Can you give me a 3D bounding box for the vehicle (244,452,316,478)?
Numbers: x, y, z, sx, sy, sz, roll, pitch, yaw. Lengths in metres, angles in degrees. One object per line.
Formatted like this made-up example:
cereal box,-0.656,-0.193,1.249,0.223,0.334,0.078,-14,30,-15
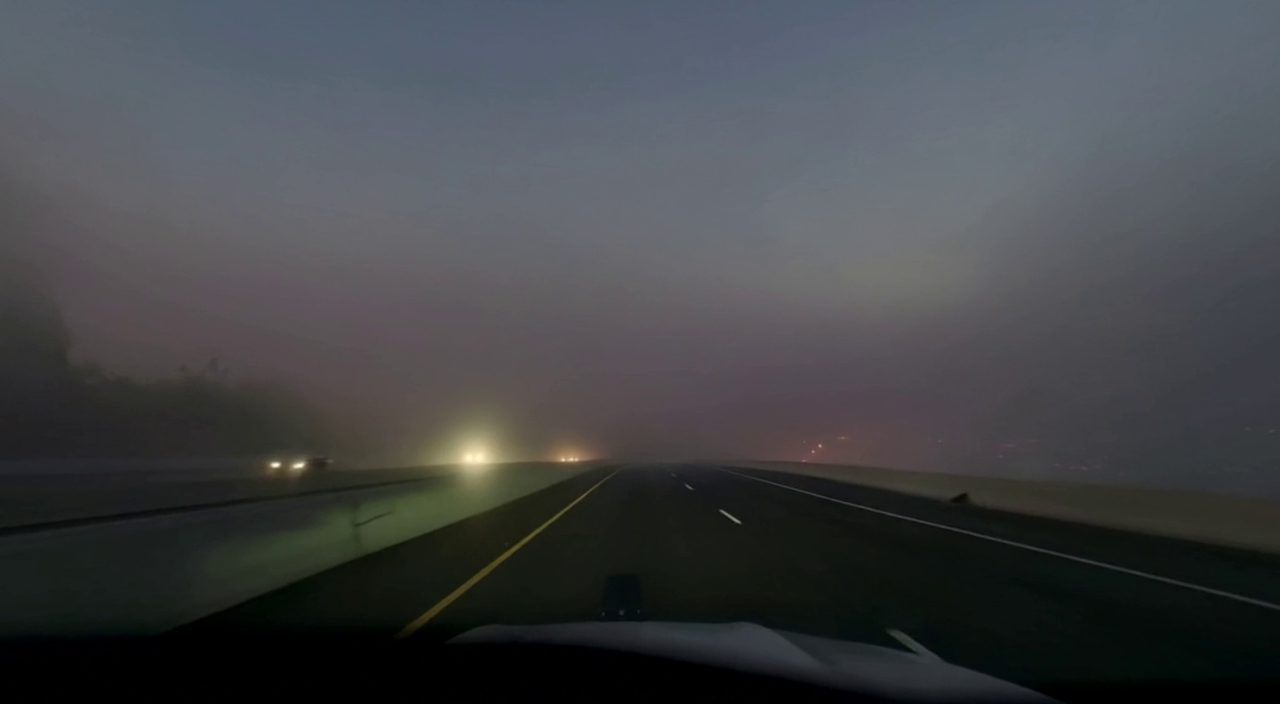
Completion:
vehicle,-22.975,7.182,40.359,1.847,1.521,4.688,0,-9,0
